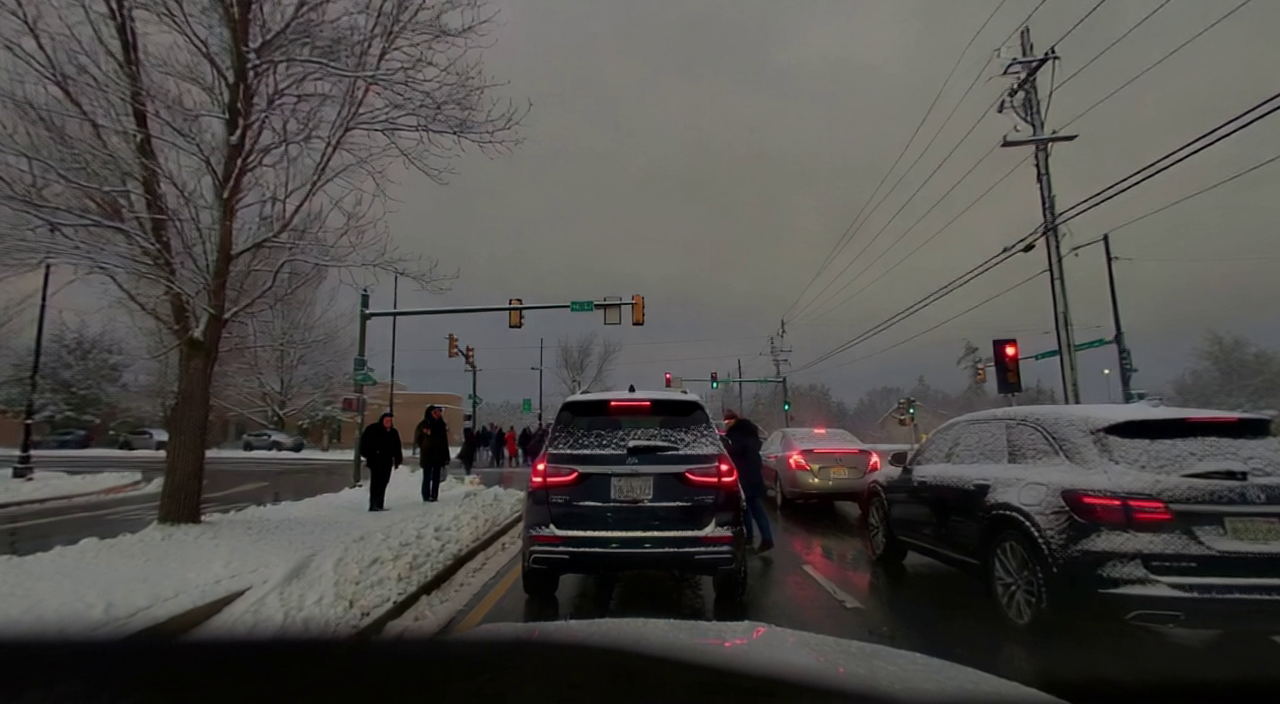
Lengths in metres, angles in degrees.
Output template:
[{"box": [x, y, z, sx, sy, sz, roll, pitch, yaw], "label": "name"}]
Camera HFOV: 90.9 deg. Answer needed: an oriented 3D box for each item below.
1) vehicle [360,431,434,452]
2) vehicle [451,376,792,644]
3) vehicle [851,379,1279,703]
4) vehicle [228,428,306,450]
[{"box": [-17.797, 6.554, 46.353, 4.607, 1.478, 1.995, 0, -8, 0], "label": "vehicle"}, {"box": [-0.174, 1.374, 6.533, 2.271, 1.786, 4.443, 0, -8, -1], "label": "vehicle"}, {"box": [3.537, 1.300, 5.466, 1.948, 1.677, 4.437, 0, -8, 1], "label": "vehicle"}, {"box": [-27.842, 6.520, 47.200, 4.587, 1.639, 1.878, 0, -8, 0], "label": "vehicle"}]
